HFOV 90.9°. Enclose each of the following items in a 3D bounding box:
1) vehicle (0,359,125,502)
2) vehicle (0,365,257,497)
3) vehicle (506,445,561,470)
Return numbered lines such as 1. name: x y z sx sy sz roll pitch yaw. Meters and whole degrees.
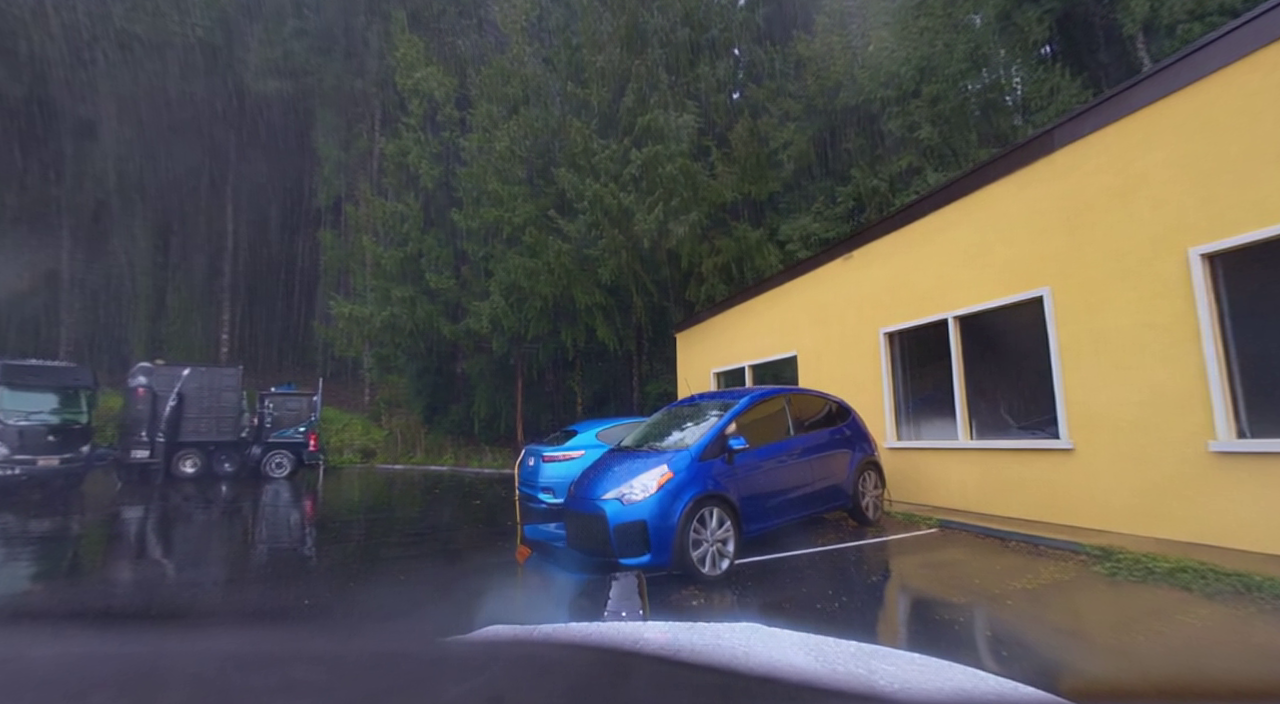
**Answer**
1. vehicle: -21.924 2.741 20.991 11.512 3.871 3.038 -5 -10 29
2. vehicle: -19.615 3.095 23.677 11.906 4.069 2.948 -5 -10 28
3. vehicle: -6.732 6.700 40.109 1.809 1.506 3.473 -4 -10 24
